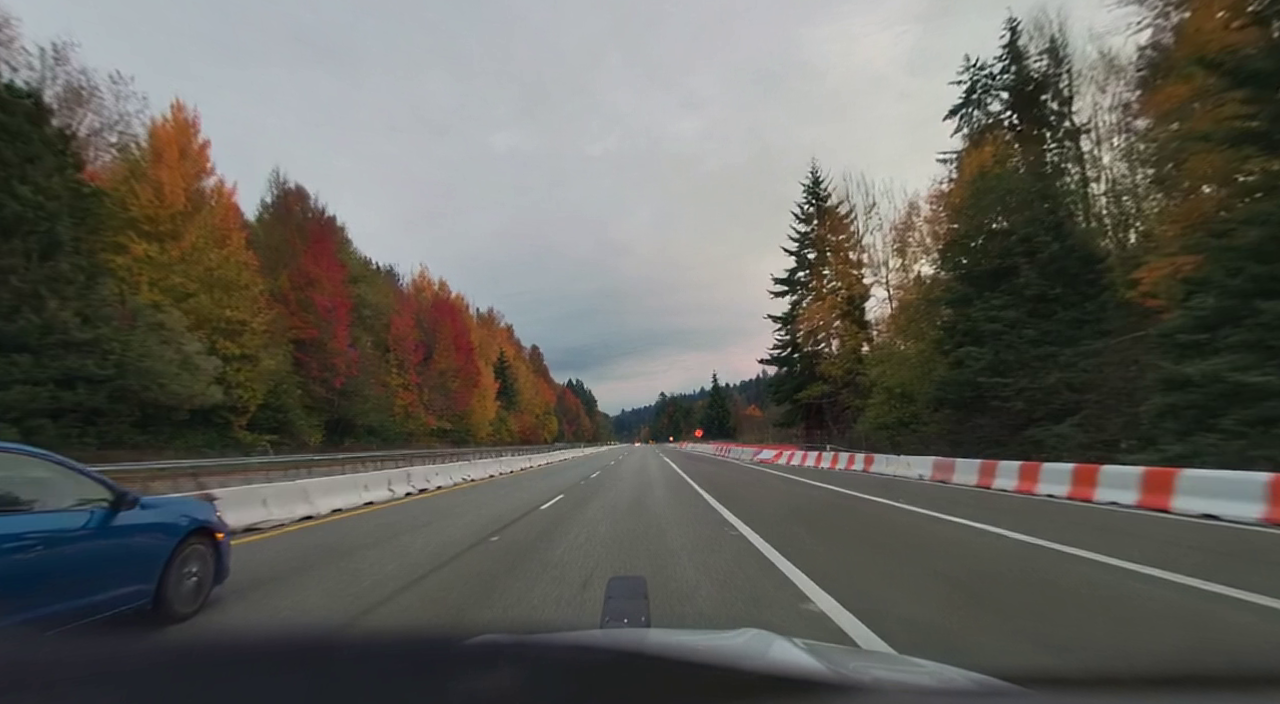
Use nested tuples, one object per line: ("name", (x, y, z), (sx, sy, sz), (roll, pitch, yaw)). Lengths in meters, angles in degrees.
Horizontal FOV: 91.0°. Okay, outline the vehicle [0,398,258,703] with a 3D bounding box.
("vehicle", (-3.917, 0.949, 2.744), (1.902, 1.505, 4.016), (0, -8, 1))
